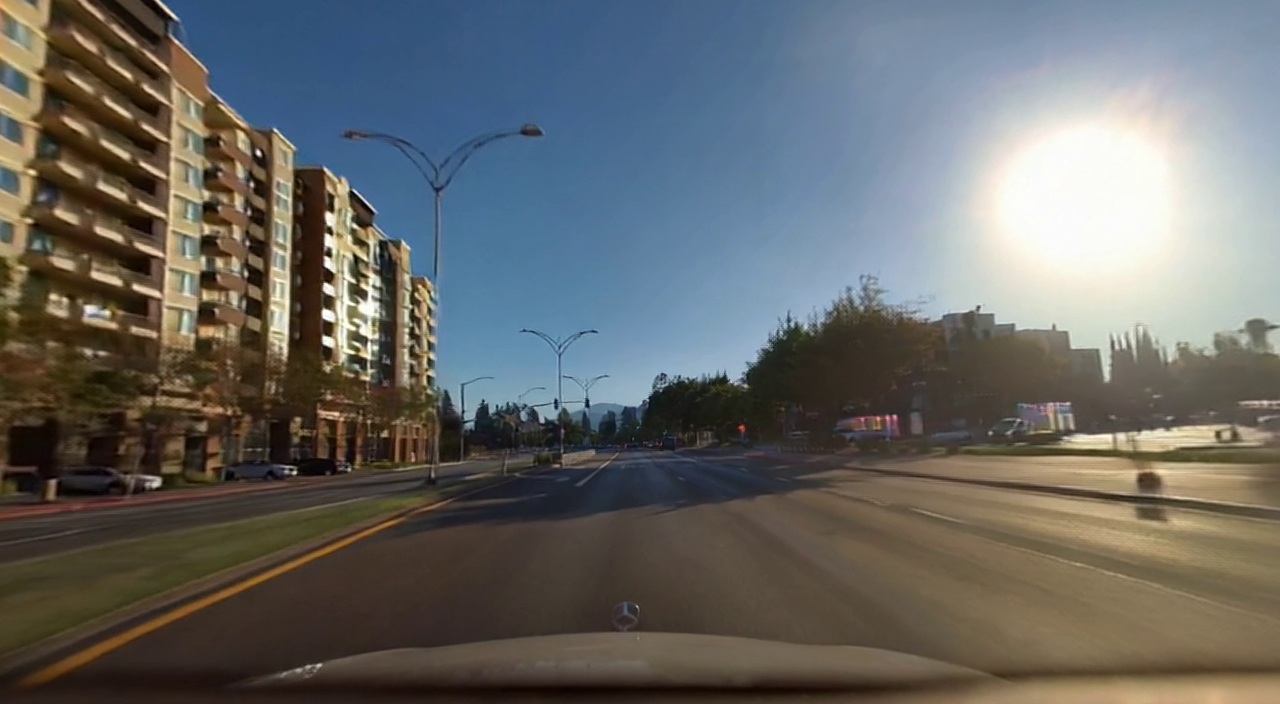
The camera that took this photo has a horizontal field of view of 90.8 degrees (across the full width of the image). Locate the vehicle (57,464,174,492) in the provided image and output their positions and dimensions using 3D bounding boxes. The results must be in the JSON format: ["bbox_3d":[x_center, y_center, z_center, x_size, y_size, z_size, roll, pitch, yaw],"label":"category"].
[{"bbox_3d":[-30.128,7.234,36.402,4.851,1.519,2.112,0,-8,1],"label":"vehicle"}]
